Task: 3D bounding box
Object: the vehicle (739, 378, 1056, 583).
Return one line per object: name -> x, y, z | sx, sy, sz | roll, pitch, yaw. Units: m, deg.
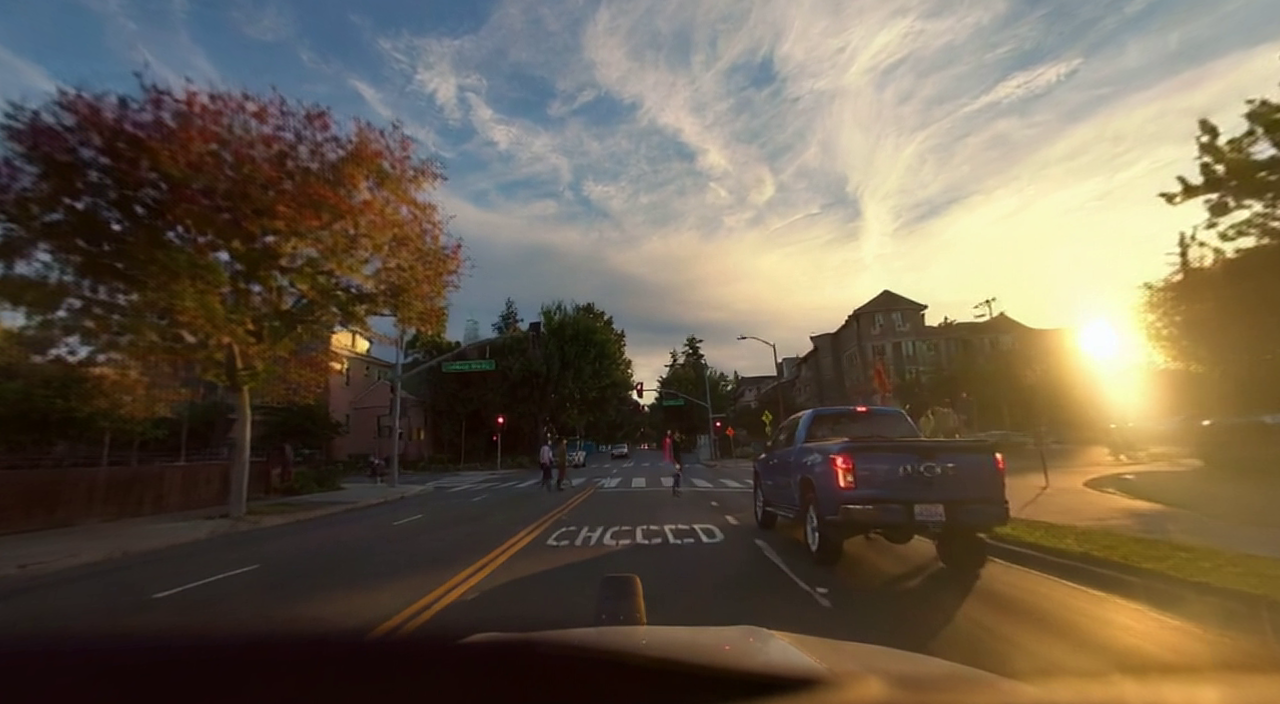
vehicle -> 2.982, 1.673, 9.053 | 2.177, 2.015, 5.463 | 0, -9, 0
